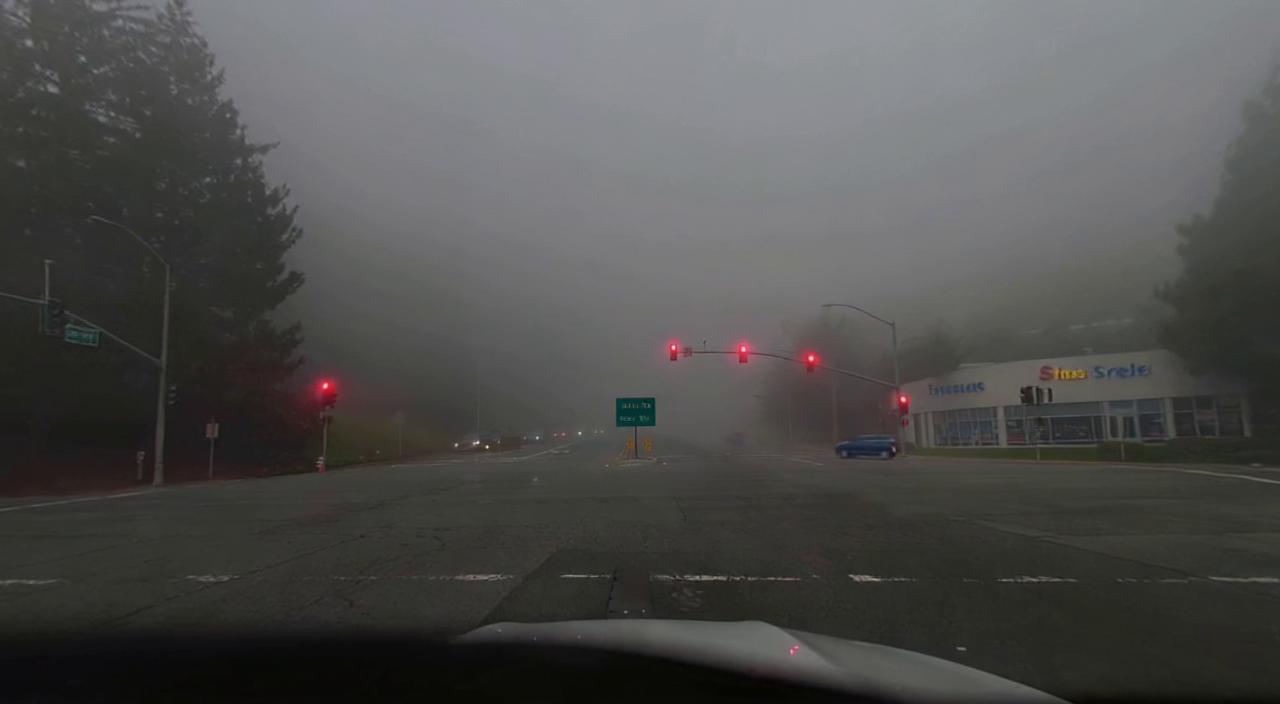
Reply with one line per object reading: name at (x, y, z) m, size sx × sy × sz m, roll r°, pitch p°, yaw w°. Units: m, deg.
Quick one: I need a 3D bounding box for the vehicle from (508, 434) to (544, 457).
vehicle at (-8.073, 6.669, 45.078) m, size 1.920 × 1.546 × 4.086 m, roll 0°, pitch -9°, yaw -1°

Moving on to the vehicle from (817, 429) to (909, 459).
vehicle at (13.029, 5.418, 37.125) m, size 1.936 × 1.664 × 4.667 m, roll 8°, pitch -12°, yaw -43°

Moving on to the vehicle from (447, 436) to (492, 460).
vehicle at (-11.765, 6.681, 43.880) m, size 2.111 × 1.499 × 4.371 m, roll 0°, pitch -9°, yaw -3°
